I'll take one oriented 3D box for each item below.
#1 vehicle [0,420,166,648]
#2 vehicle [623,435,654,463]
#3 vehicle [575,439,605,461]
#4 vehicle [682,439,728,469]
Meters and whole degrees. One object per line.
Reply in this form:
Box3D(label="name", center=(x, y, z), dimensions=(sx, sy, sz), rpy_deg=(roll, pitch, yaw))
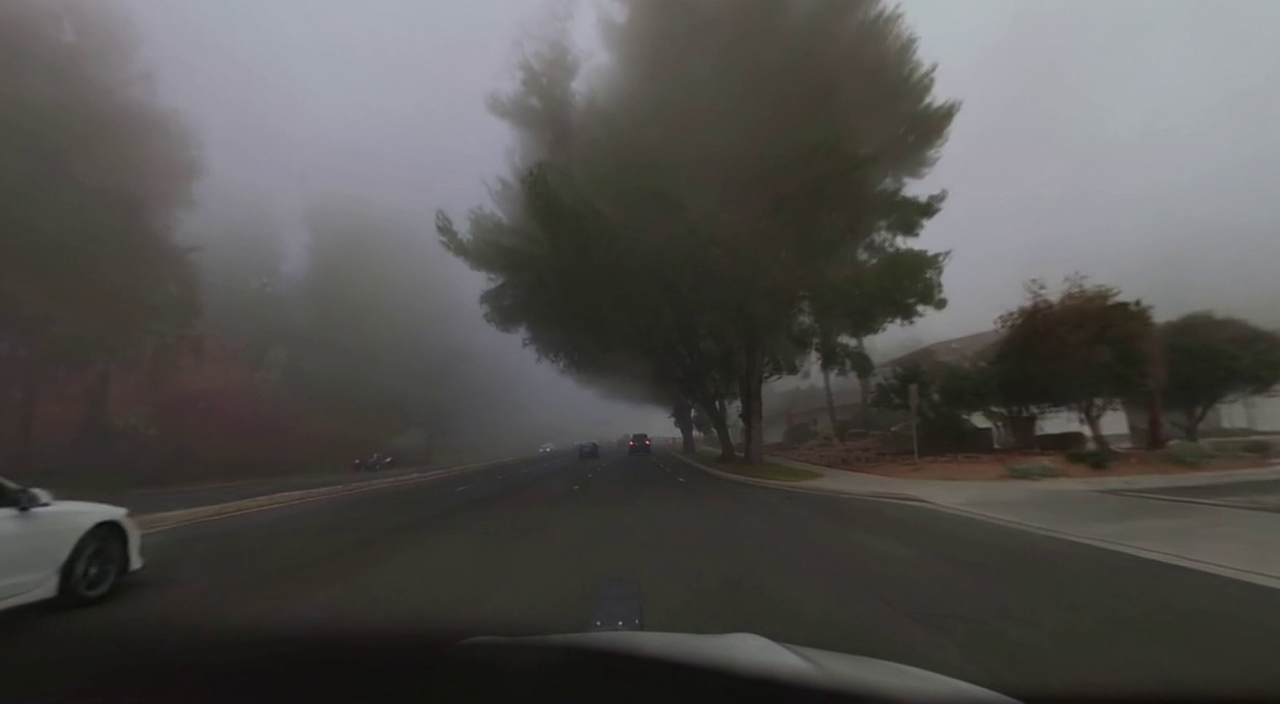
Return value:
Box3D(label="vehicle", center=(-4.964, 1.051, 3.231), dimensions=(1.844, 1.451, 4.543), rpy_deg=(1, -8, -5))
Box3D(label="vehicle", center=(-0.161, 6.610, 43.146), dimensions=(2.043, 1.734, 4.253), rpy_deg=(0, -8, -1))
Box3D(label="vehicle", center=(-3.729, 7.319, 47.381), dimensions=(2.000, 1.569, 3.794), rpy_deg=(0, -8, -1))
Box3D(label="vehicle", center=(3.341, 5.320, 33.115), dimensions=(1.830, 1.451, 4.009), rpy_deg=(0, -8, -2))
